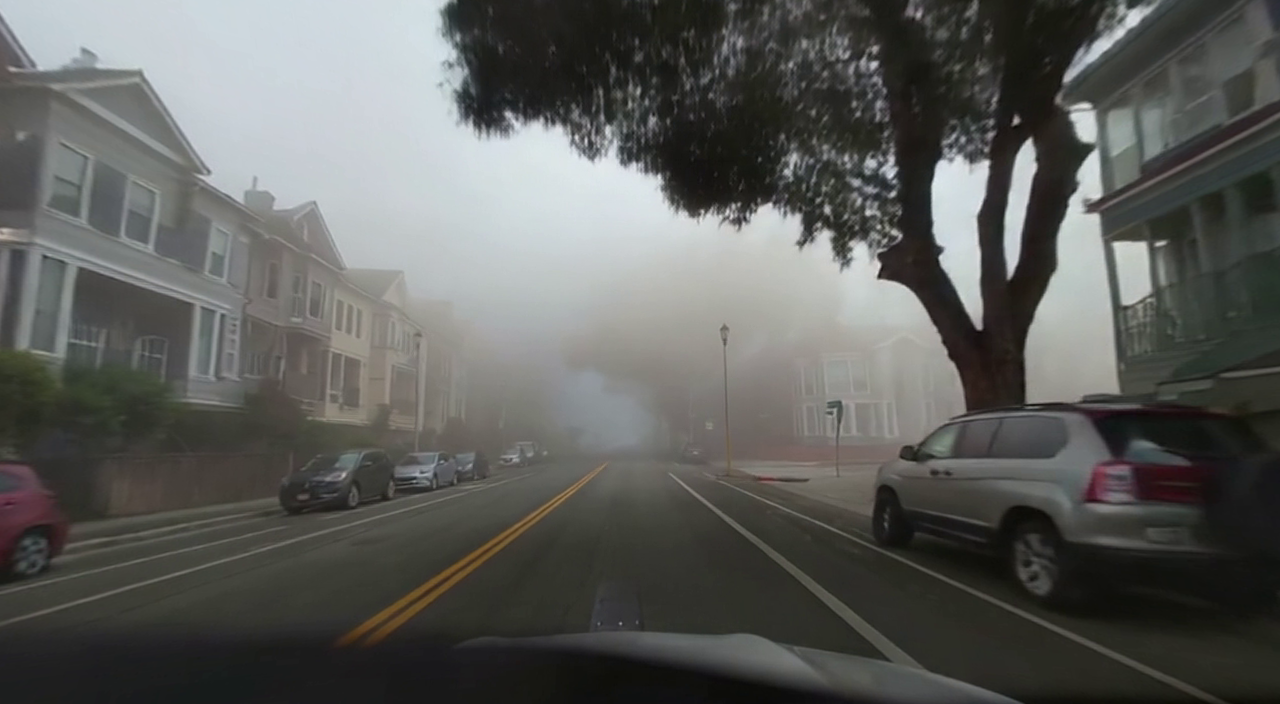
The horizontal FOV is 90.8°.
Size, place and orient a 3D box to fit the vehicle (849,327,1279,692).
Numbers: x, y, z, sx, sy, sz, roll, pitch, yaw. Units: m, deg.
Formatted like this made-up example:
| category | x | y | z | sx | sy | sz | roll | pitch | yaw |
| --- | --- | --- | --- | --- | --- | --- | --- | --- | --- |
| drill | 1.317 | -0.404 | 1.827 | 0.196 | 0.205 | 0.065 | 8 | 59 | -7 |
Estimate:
| category | x | y | z | sx | sy | sz | roll | pitch | yaw |
| --- | --- | --- | --- | --- | --- | --- | --- | --- | --- |
| vehicle | 4.308 | 1.294 | 6.492 | 2.393 | 2.075 | 5.683 | 0 | -8 | 0 |

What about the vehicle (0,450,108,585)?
| category | x | y | z | sx | sy | sz | roll | pitch | yaw |
| --- | --- | --- | --- | --- | --- | --- | --- | --- | --- |
| vehicle | -8.224 | 1.761 | 6.331 | 1.983 | 1.514 | 4.459 | 0 | -9 | -2 |

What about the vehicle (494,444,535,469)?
| category | x | y | z | sx | sy | sz | roll | pitch | yaw |
| --- | --- | --- | --- | --- | --- | --- | --- | --- | --- |
| vehicle | -8.250 | 6.900 | 41.959 | 1.967 | 1.517 | 4.360 | 0 | -8 | -2 |

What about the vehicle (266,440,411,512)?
| category | x | y | z | sx | sy | sz | roll | pitch | yaw |
| --- | --- | --- | --- | --- | --- | --- | --- | --- | --- |
| vehicle | -8.127 | 3.352 | 17.556 | 1.919 | 1.698 | 4.328 | 0 | -9 | -1 |

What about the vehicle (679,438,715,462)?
| category | x | y | z | sx | sy | sz | roll | pitch | yaw |
| --- | --- | --- | --- | --- | --- | --- | --- | --- | --- |
| vehicle | 4.151 | 7.222 | 46.524 | 2.034 | 1.674 | 4.271 | 1 | -8 | -3 |
